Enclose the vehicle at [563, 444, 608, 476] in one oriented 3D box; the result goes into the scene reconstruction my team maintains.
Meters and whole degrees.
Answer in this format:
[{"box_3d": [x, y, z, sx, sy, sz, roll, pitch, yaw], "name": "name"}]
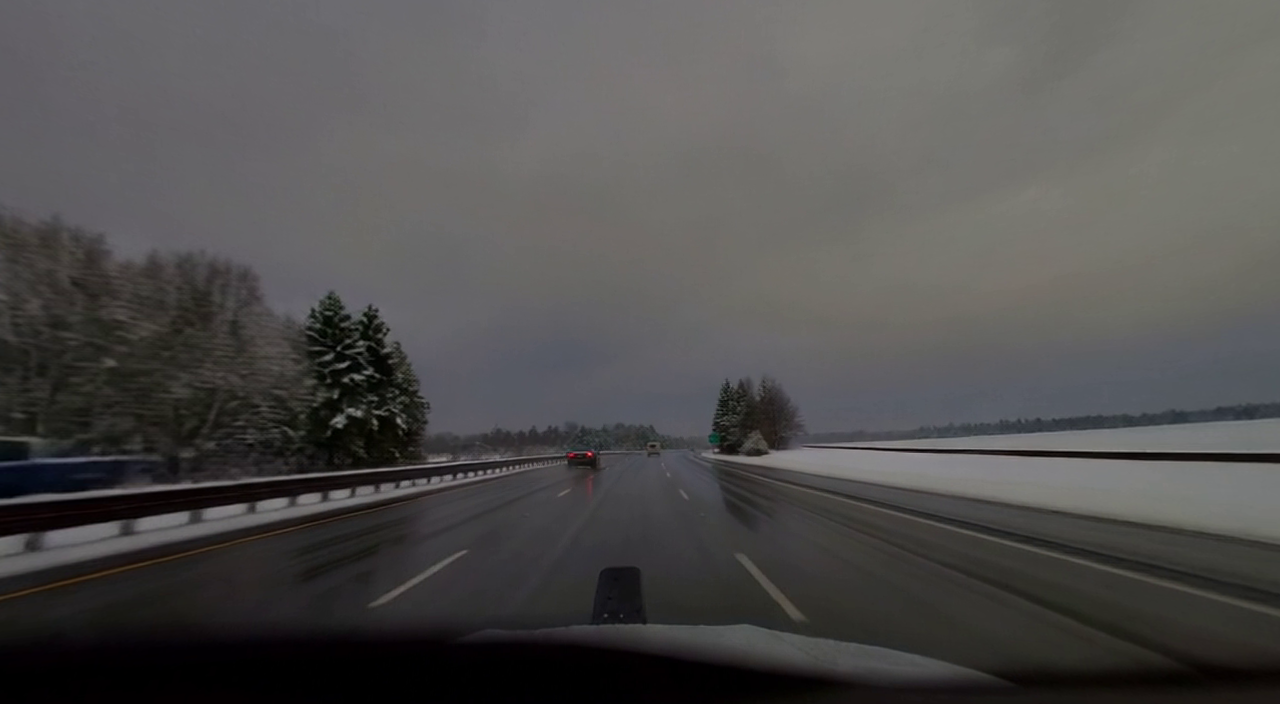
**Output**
[{"box_3d": [-2.886, 5.819, 34.195, 1.959, 1.571, 4.313, -1, -9, 1], "name": "vehicle"}]
